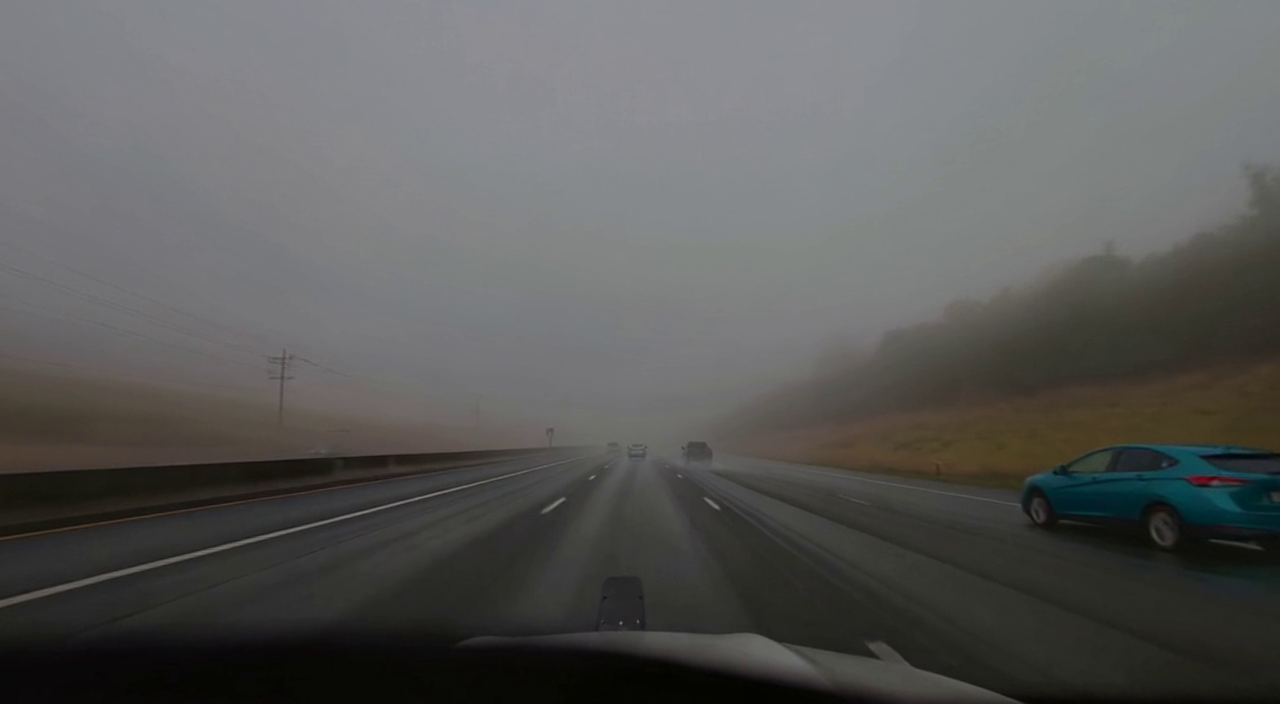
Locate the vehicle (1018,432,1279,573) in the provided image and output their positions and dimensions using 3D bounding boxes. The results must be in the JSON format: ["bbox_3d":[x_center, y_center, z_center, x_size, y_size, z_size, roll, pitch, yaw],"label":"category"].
[{"bbox_3d":[8.053,2.019,9.299,1.970,1.545,4.818,0,-8,0],"label":"vehicle"}]

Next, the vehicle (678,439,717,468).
[{"bbox_3d":[3.736,6.733,41.873,2.159,1.782,4.673,1,-9,0],"label":"vehicle"}]
